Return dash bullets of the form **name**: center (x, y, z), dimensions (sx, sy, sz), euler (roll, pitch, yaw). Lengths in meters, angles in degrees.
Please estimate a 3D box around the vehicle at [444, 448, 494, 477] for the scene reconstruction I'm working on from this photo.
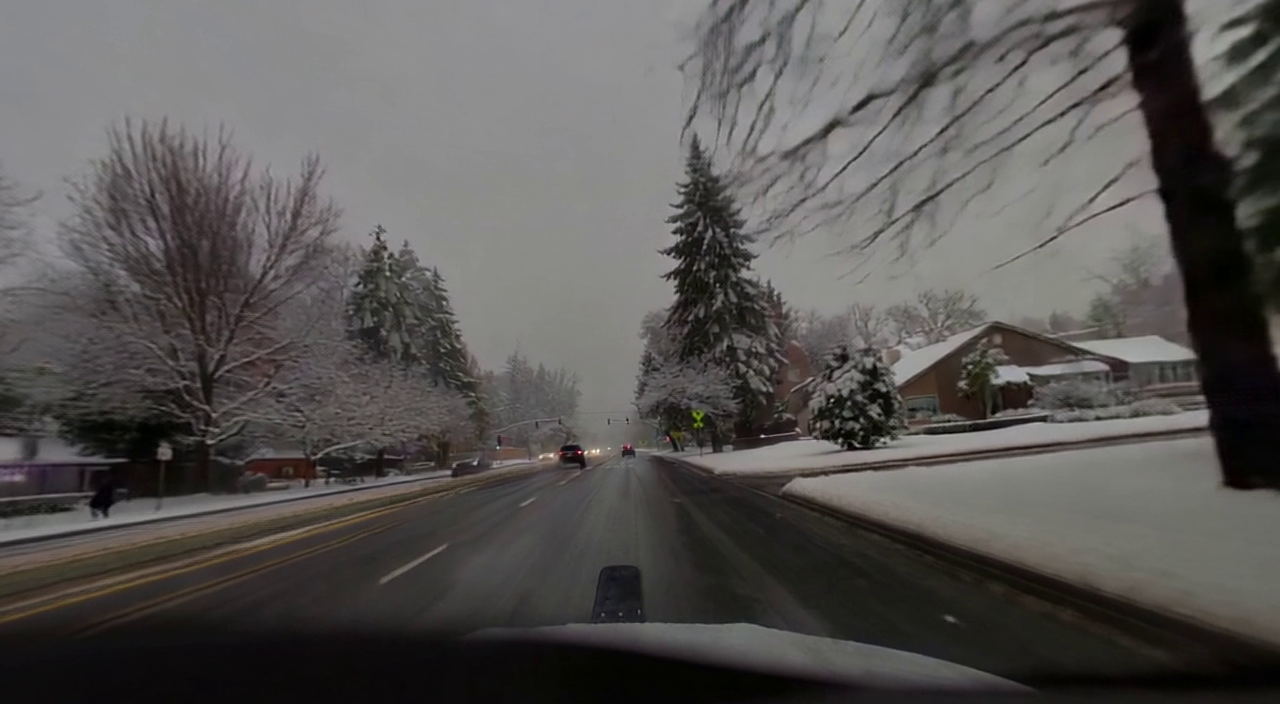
- **vehicle**: center (-11.281, 7.308, 42.067), dimensions (2.121, 1.769, 4.359), euler (0, -8, 0)

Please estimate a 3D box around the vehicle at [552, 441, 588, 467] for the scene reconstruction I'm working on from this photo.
- **vehicle**: center (-4.841, 7.128, 44.298), dimensions (2.065, 1.714, 4.272), euler (0, -8, 0)
